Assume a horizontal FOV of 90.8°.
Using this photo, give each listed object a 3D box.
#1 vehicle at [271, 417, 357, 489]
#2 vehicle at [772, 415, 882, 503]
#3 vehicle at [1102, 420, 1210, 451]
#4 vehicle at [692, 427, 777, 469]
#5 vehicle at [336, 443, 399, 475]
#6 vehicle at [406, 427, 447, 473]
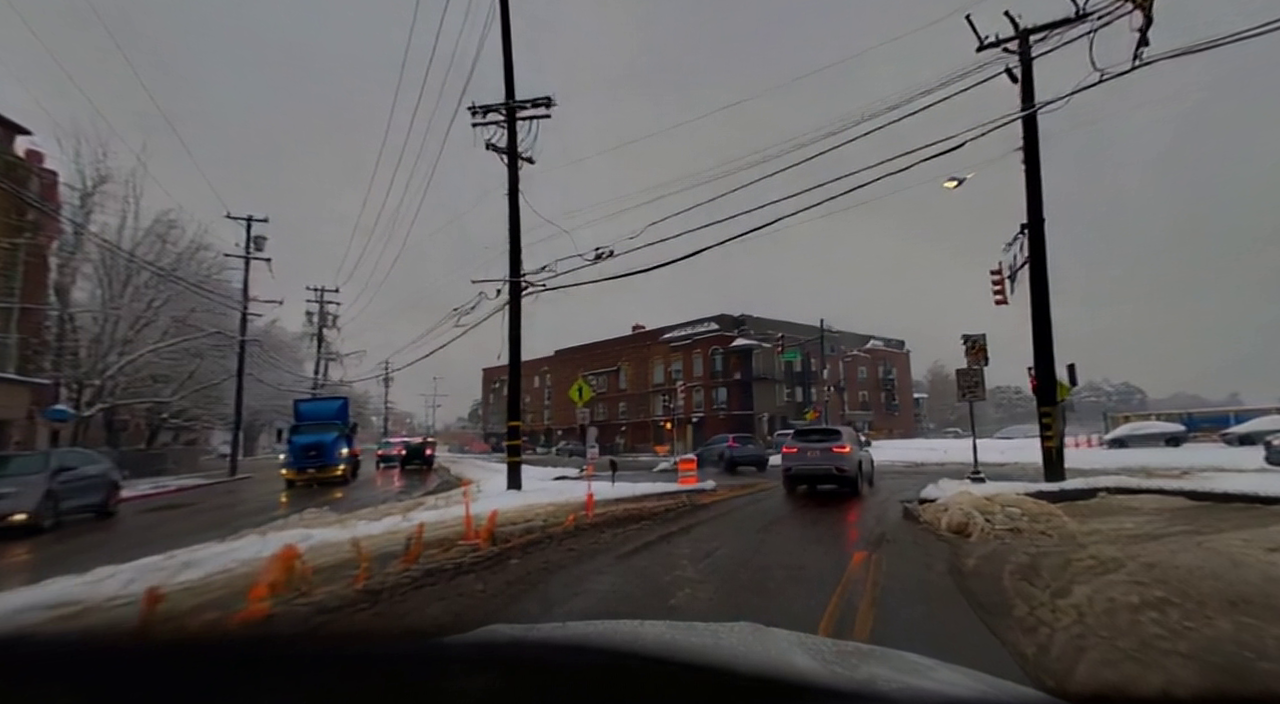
[{"bbox_3d":[-13.381,4.141,26.179,2.185,2.644,3.306,-2,-8,-9],"label":"vehicle"},{"bbox_3d":[4.982,2.657,16.295,2.256,1.859,5.118,-3,-8,20],"label":"vehicle"},{"bbox_3d":[29.520,4.796,36.237,1.937,1.688,4.382,7,-10,-41],"label":"vehicle"},{"bbox_3d":[4.628,4.820,31.991,2.206,1.911,5.548,2,-8,-15],"label":"vehicle"},{"bbox_3d":[-16.183,6.356,37.790,2.509,1.731,4.549,1,-8,-11],"label":"vehicle"},{"bbox_3d":[-13.045,5.958,38.775,1.959,2.654,4.078,2,-8,-14],"label":"vehicle"}]
